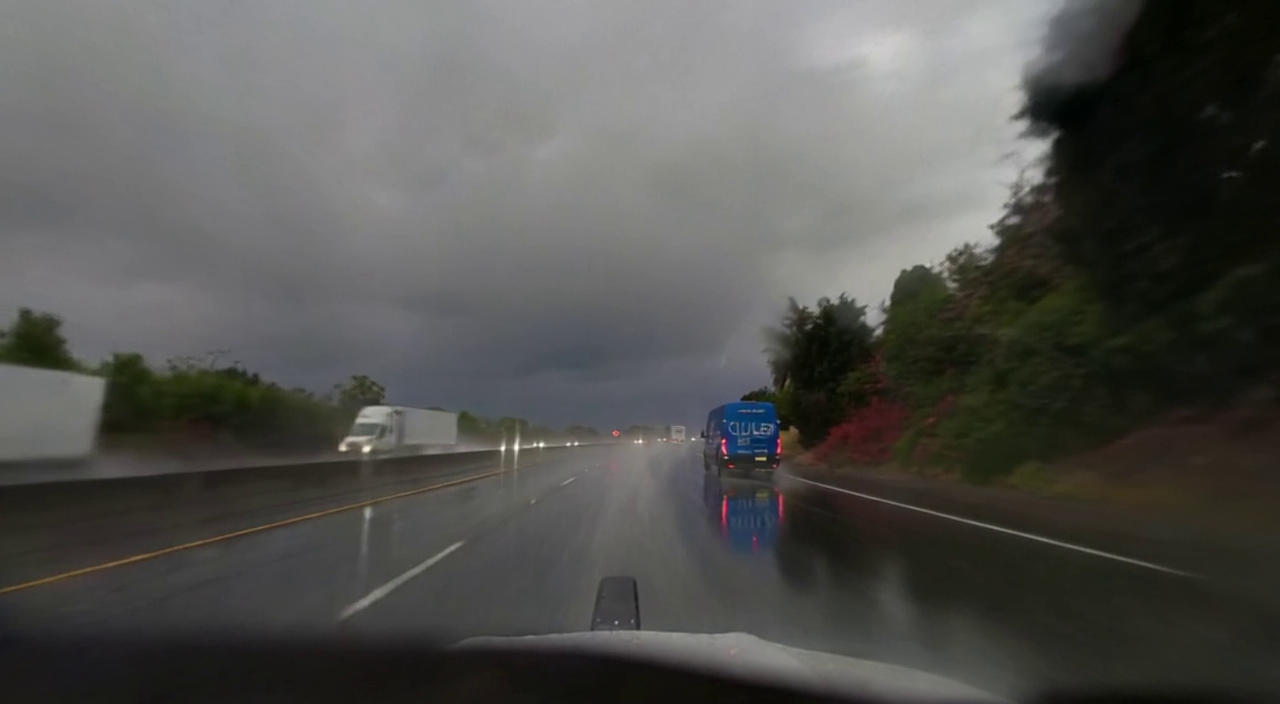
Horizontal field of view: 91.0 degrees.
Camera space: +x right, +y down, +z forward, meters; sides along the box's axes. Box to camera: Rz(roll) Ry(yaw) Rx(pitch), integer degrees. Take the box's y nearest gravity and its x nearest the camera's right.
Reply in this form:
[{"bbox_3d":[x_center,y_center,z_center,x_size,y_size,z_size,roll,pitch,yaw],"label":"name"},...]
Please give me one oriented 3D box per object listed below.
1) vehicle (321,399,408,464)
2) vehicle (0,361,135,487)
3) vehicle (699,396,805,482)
[{"bbox_3d":[-18.161,5.361,41.971,2.999,3.994,5.838,-1,-8,1],"label":"vehicle"},{"bbox_3d":[-22.225,2.508,21.535,2.818,4.084,8.266,0,-8,0],"label":"vehicle"},{"bbox_3d":[3.643,3.026,21.779,2.485,2.562,5.535,0,-8,-1],"label":"vehicle"}]
